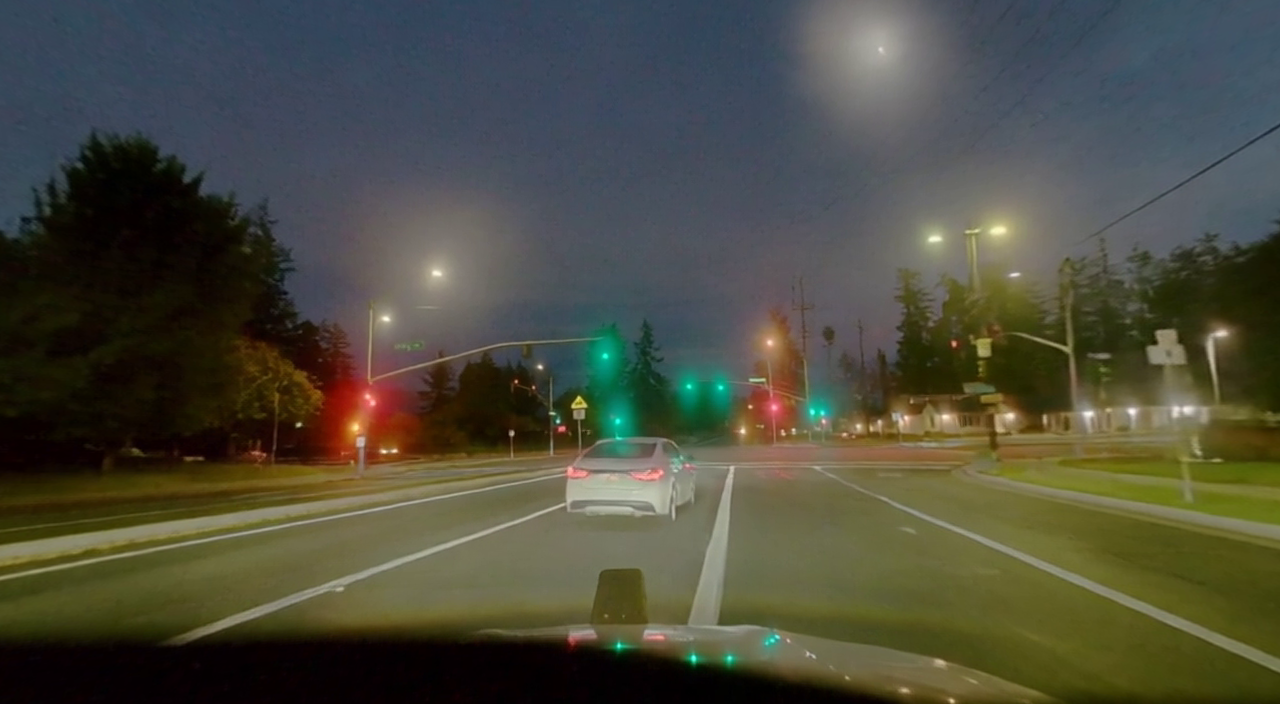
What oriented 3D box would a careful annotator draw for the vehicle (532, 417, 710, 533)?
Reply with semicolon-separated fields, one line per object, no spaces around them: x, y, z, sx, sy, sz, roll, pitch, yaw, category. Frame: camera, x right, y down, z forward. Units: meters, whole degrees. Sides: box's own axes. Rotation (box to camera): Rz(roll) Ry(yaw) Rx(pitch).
-0.026;2.066;11.223;2.139;1.564;4.901;-1;-9;10;vehicle
